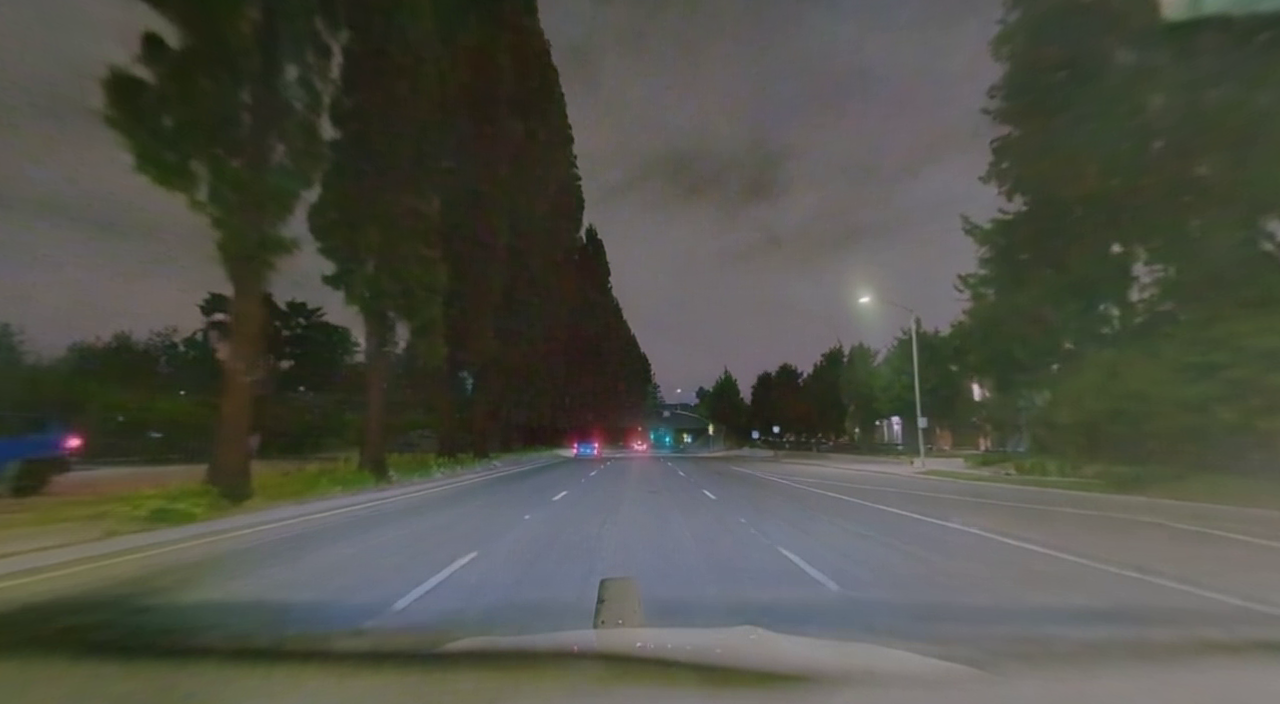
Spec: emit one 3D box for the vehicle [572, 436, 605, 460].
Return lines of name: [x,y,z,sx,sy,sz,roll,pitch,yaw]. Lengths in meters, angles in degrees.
vehicle: [-3.777,7.151,46.981,2.042,1.686,4.372,0,-9,1]
